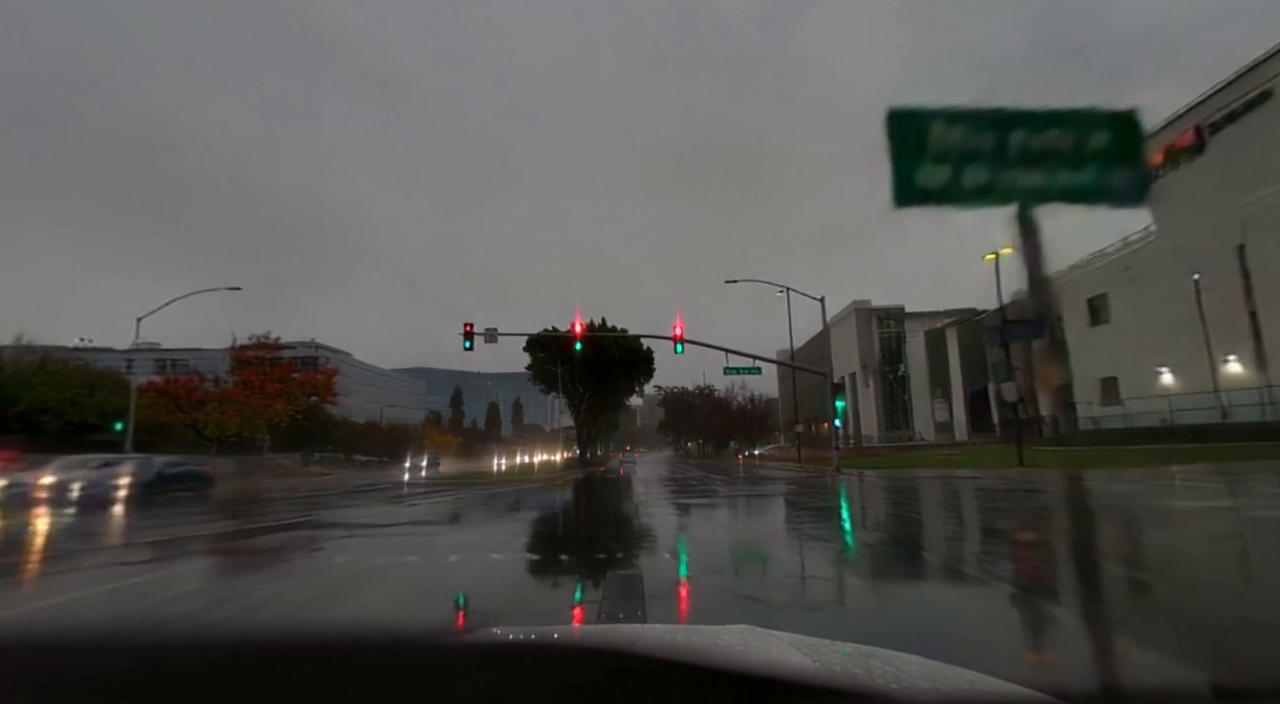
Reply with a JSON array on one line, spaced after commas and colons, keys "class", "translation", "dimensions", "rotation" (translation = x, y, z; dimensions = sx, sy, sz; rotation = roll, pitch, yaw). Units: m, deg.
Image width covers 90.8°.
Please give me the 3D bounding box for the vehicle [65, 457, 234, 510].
[{"class": "vehicle", "translation": [-16.360, 4.385, 21.482], "dimensions": [1.922, 1.448, 4.702], "rotation": [-2, -9, 2]}]
